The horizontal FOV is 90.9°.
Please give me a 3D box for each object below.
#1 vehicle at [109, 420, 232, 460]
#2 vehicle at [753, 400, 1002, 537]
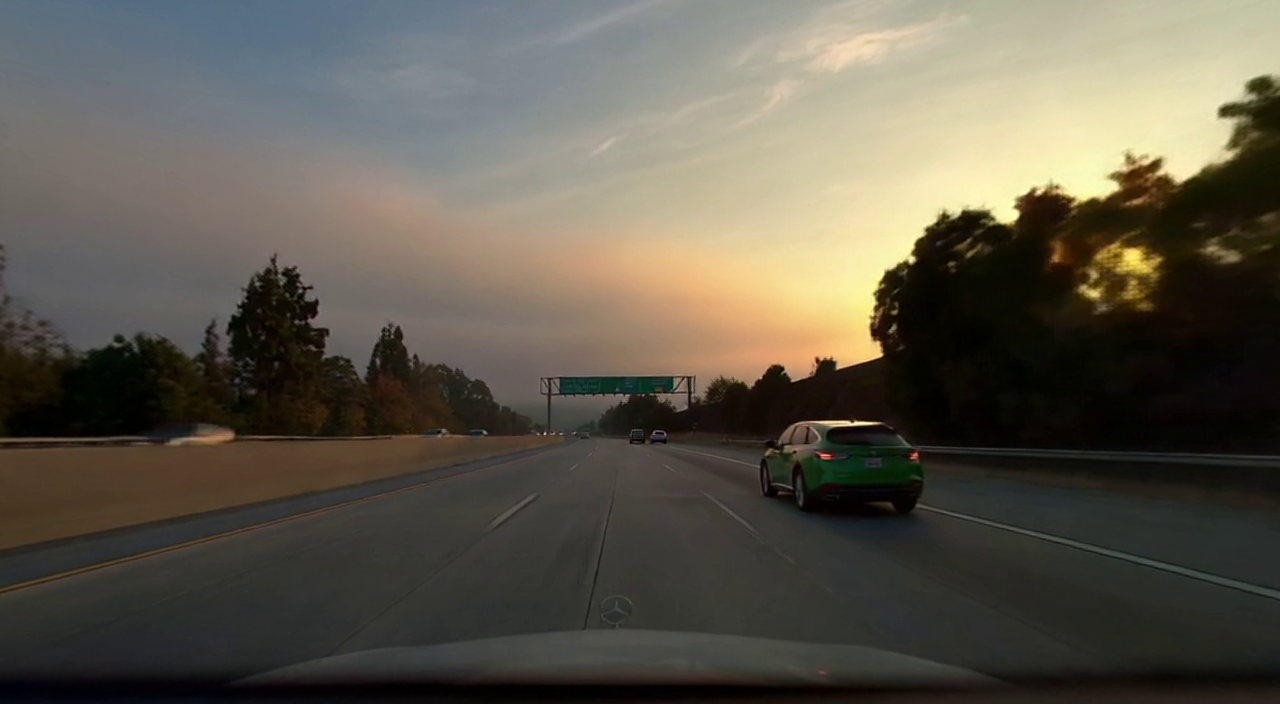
[{"bbox_3d":[-20.164,3.817,27.360,1.889,1.586,4.578,0,-8,-2],"label":"vehicle"},{"bbox_3d":[3.294,1.718,9.882,2.107,1.642,4.331,0,-8,-2],"label":"vehicle"}]
